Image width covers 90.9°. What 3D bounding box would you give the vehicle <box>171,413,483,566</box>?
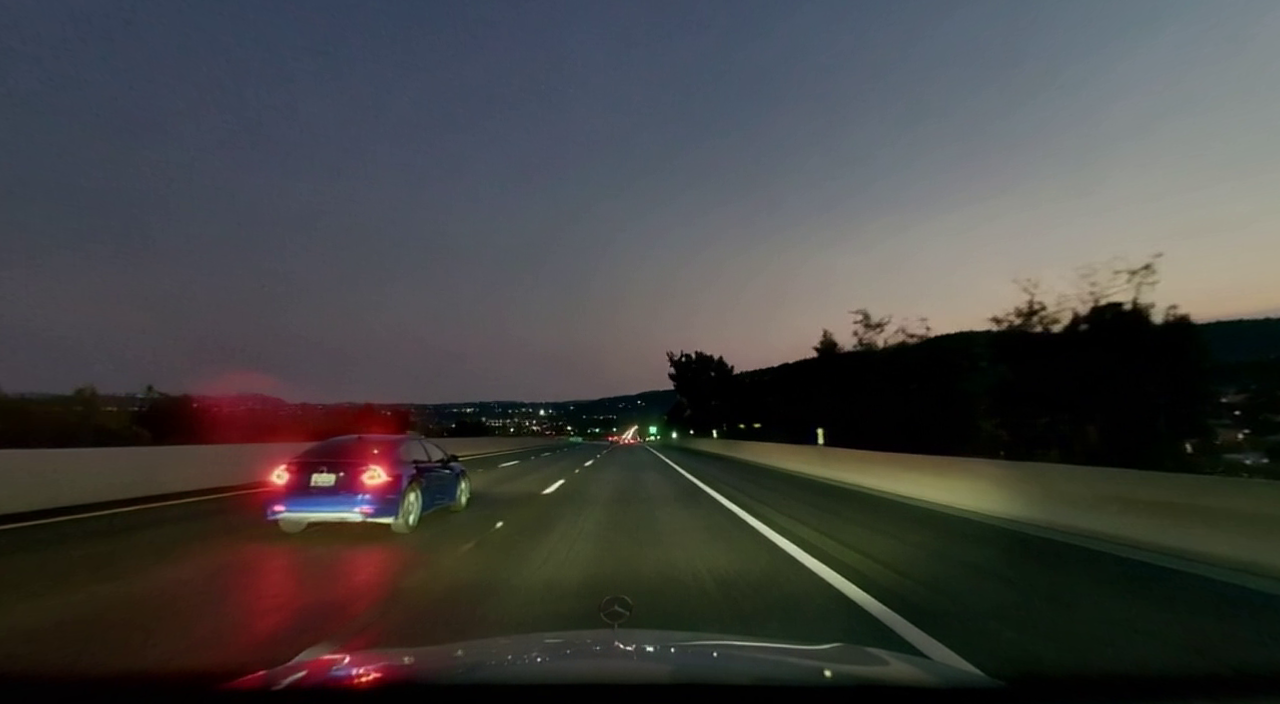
[{"bbox_3d":[-3.686,1.668,8.543,2.026,1.517,4.325,0,-8,0],"label":"vehicle"}]
